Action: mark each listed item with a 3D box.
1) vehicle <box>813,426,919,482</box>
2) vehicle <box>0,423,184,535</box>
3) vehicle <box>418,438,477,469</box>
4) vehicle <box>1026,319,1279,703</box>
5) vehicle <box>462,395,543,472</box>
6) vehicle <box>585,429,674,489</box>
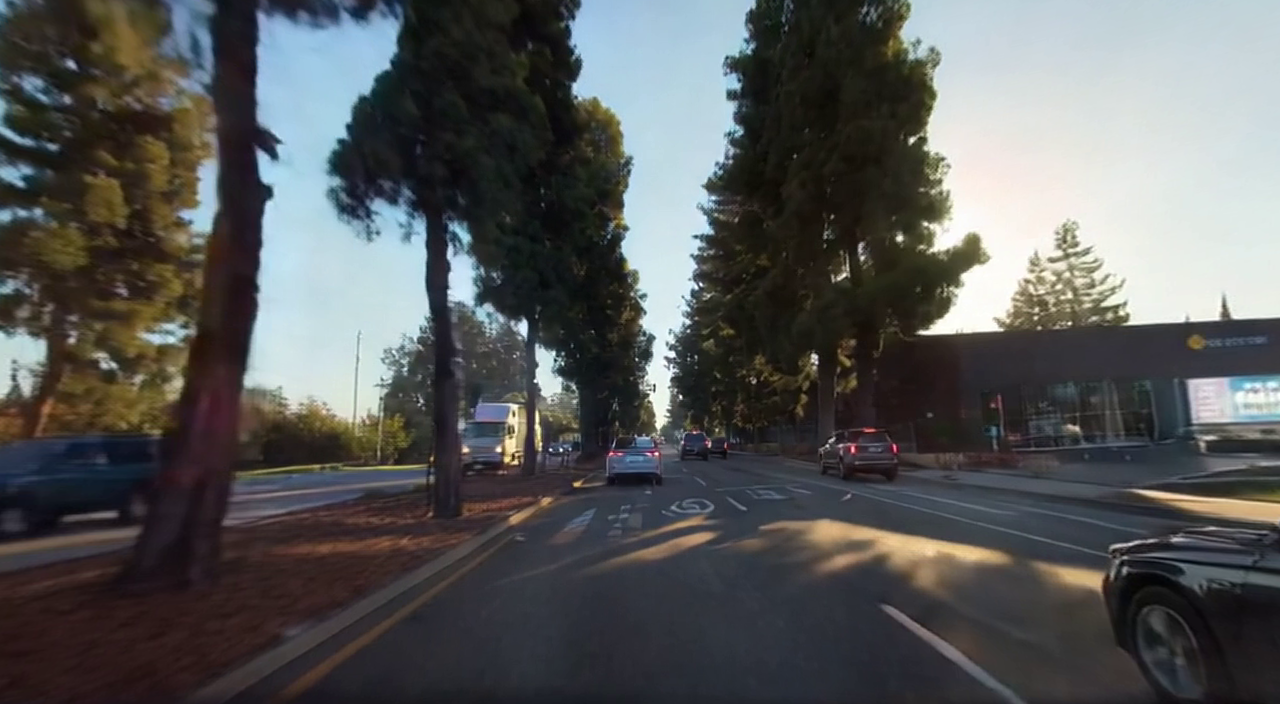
[{"bbox_3d":[7.844,3.576,22.290,2.090,1.768,4.407,0,-8,0],"label":"vehicle"},{"bbox_3d":[-11.841,2.383,12.270,2.172,1.865,4.728,0,-8,1],"label":"vehicle"},{"bbox_3d":[-11.682,6.190,38.455,2.058,1.759,4.577,0,-8,2],"label":"vehicle"},{"bbox_3d":[3.579,0.658,1.783,2.090,1.763,4.560,0,-8,1],"label":"vehicle"},{"bbox_3d":[-8.055,4.941,37.854,3.021,4.215,7.024,0,-8,1],"label":"vehicle"},{"bbox_3d":[-0.269,3.107,18.585,2.315,1.563,4.080,0,-8,0],"label":"vehicle"}]
